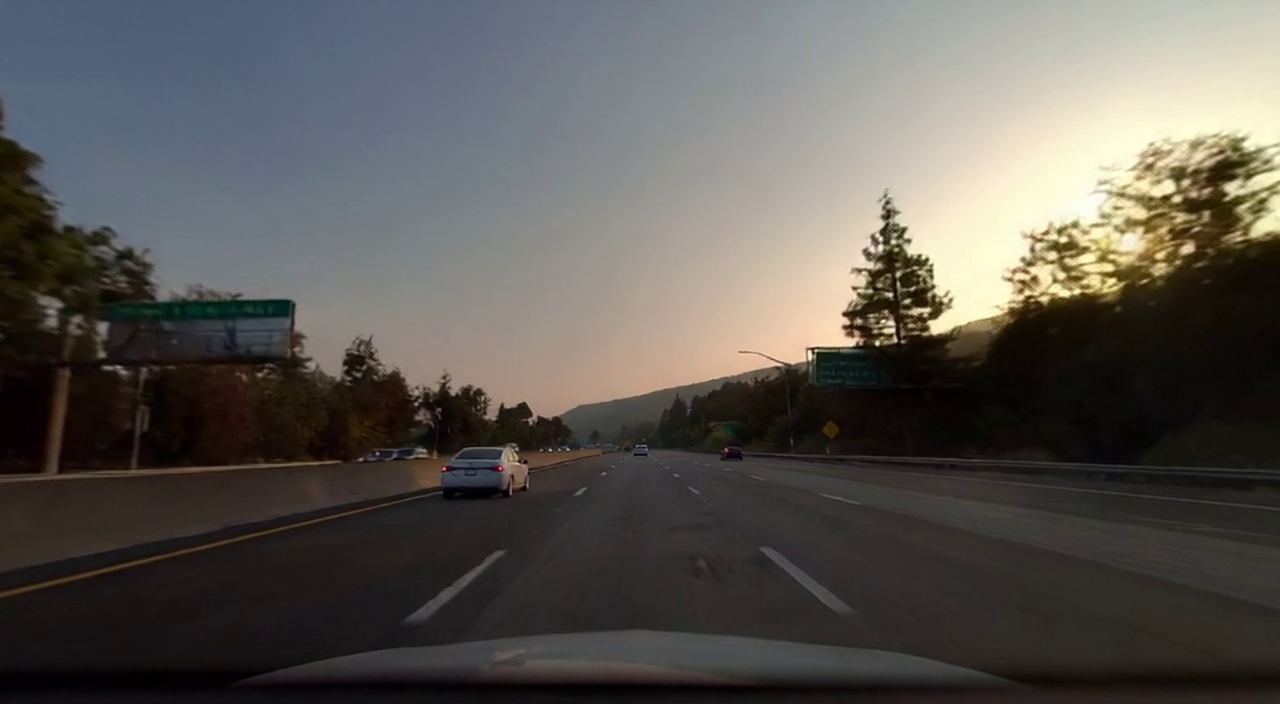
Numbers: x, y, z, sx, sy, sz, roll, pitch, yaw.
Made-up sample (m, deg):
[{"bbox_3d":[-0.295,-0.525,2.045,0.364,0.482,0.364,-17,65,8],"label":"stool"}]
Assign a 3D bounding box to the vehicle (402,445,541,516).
[{"bbox_3d":[-3.960,3.104,15.782,2.162,1.493,4.583,0,-9,1],"label":"vehicle"}]
